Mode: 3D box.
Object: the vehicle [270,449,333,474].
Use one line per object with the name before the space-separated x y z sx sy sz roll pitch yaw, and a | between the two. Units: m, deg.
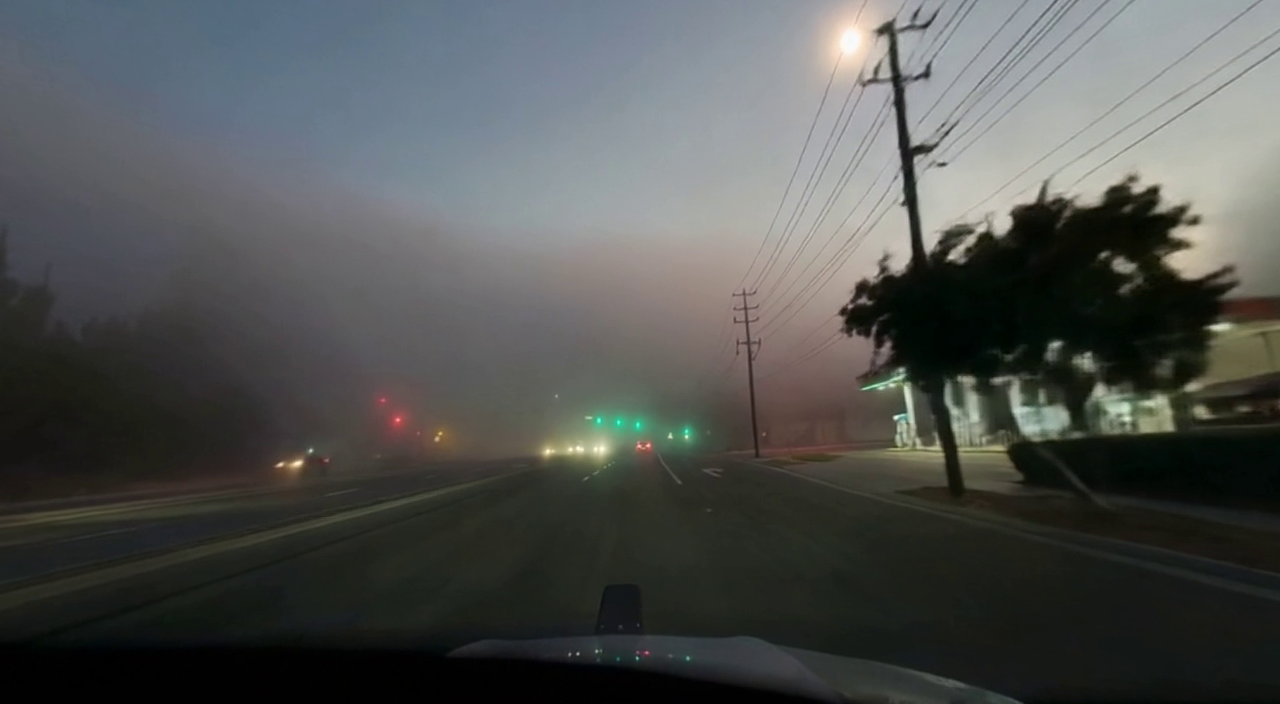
vehicle | -24.886 8.066 46.654 2.210 1.716 4.539 0 -8 -1
